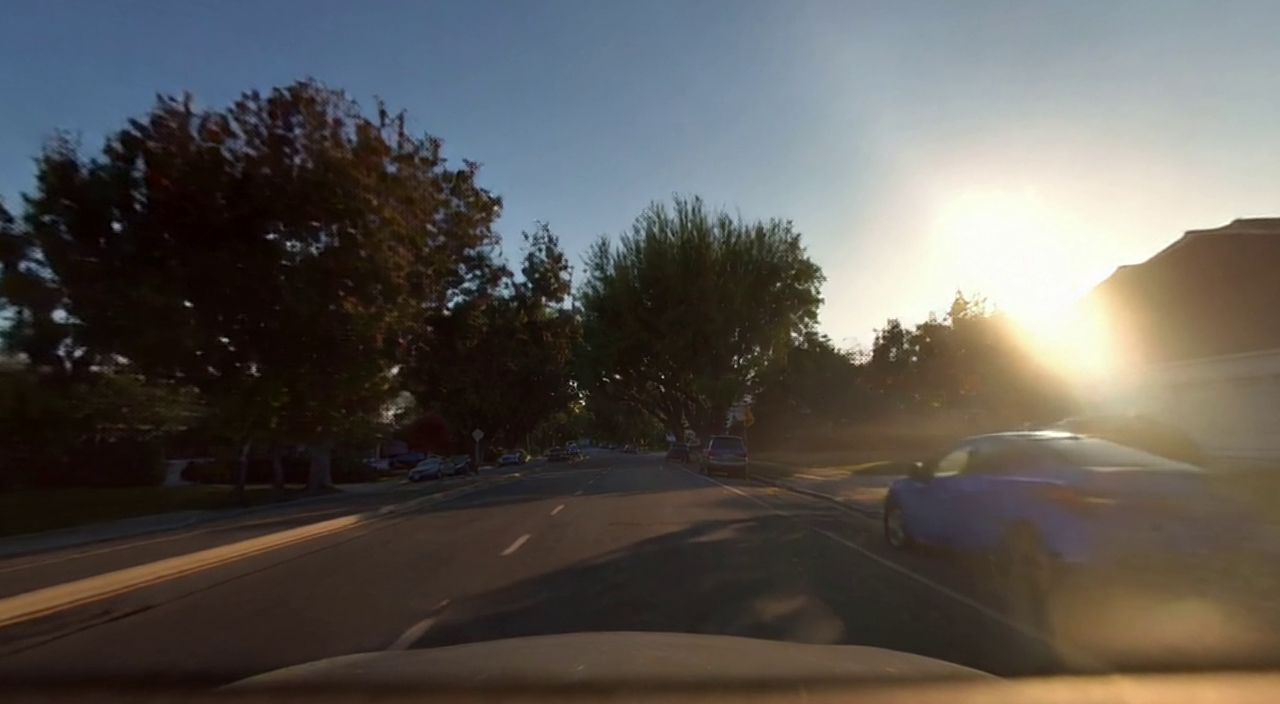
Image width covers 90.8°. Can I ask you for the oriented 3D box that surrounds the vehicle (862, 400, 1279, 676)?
[{"bbox_3d":[4.093,1.465,6.161,2.173,1.656,4.514,0,-8,-1],"label":"vehicle"}]

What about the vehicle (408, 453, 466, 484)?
[{"bbox_3d":[-11.079,6.355,34.795,1.815,1.532,4.517,0,-8,-2],"label":"vehicle"}]

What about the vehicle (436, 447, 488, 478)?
[{"bbox_3d":[-11.067,6.889,39.688,1.981,1.790,4.682,0,-8,-1],"label":"vehicle"}]

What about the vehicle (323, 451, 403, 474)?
[{"bbox_3d":[-19.221,7.685,43.959,4.569,1.498,2.072,0,-8,0],"label":"vehicle"}]

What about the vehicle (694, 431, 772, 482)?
[{"bbox_3d":[3.848,4.469,27.403,2.319,1.938,5.961,0,-8,-2],"label":"vehicle"}]
